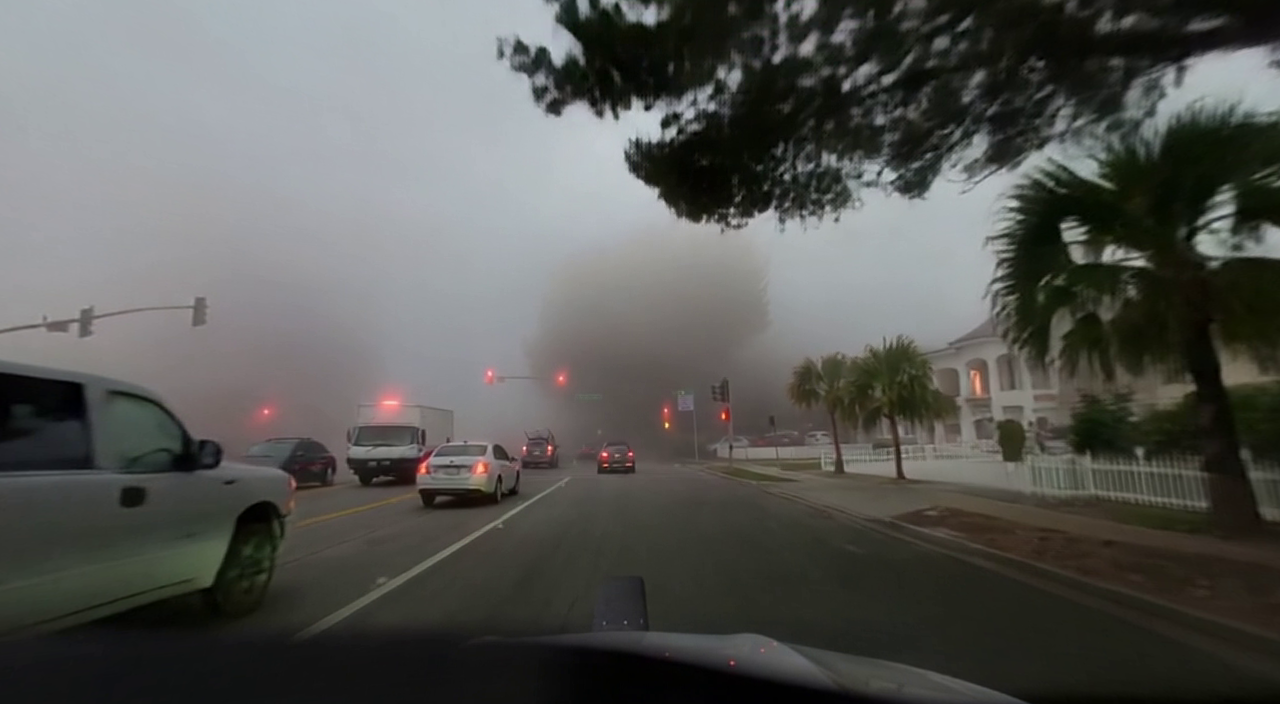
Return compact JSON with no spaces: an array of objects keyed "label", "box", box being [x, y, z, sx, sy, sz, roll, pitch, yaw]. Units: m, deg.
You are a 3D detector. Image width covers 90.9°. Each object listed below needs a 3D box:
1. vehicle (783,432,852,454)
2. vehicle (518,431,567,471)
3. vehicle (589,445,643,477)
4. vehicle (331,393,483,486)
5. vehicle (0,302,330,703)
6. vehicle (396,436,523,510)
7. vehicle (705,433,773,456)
[{"label":"vehicle","box":[13.548,6.952,48.209,4.615,1.555,2.021,2,-9,-16]},{"label":"vehicle","box":[-4.874,5.006,32.048,2.032,1.852,4.571,-1,-8,-3]},{"label":"vehicle","box":[-1.118,4.590,26.893,2.131,1.222,3.868,0,-8,-5]},{"label":"vehicle","box":[-7.709,3.078,22.006,2.821,2.701,6.721,0,-8,-1]},{"label":"vehicle","box":[-3.965,0.798,3.260,2.144,1.877,4.899,-1,-8,1]},{"label":"vehicle","box":[-3.995,2.732,14.705,1.709,1.425,4.337,-1,-8,0]},{"label":"vehicle","box":[7.738,7.249,49.262,4.742,1.690,2.218,3,-9,-20]}]
